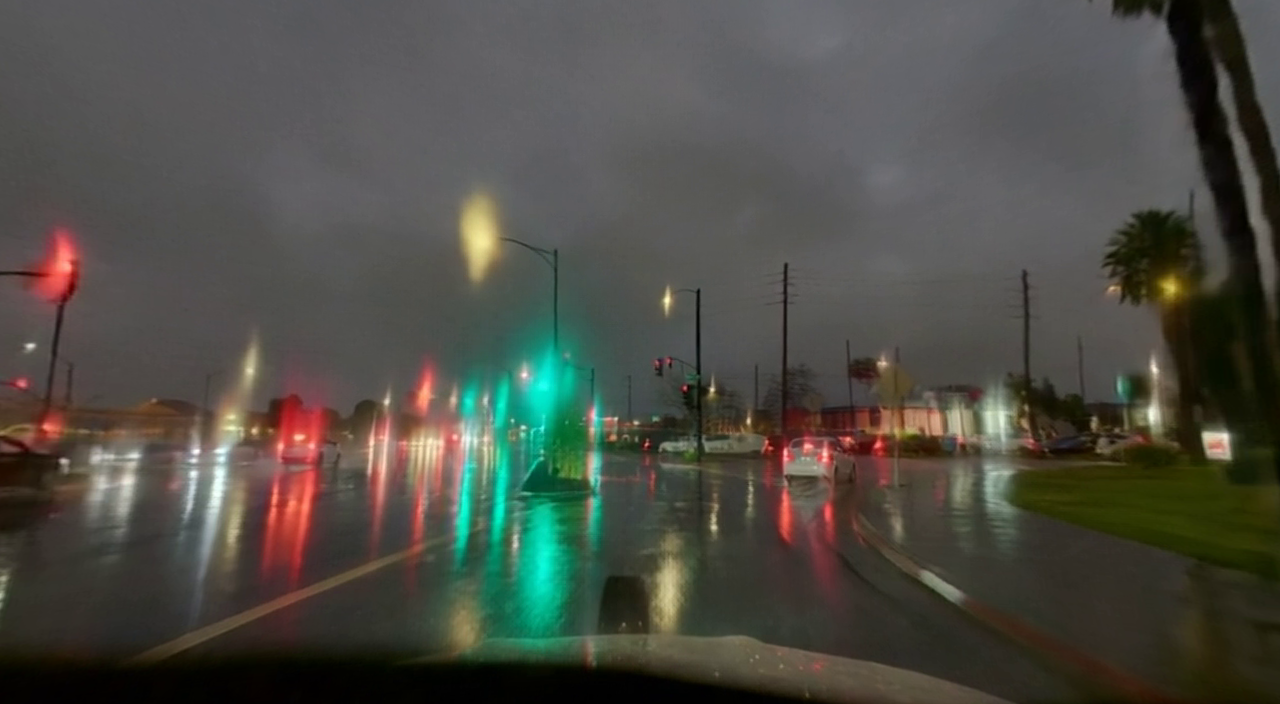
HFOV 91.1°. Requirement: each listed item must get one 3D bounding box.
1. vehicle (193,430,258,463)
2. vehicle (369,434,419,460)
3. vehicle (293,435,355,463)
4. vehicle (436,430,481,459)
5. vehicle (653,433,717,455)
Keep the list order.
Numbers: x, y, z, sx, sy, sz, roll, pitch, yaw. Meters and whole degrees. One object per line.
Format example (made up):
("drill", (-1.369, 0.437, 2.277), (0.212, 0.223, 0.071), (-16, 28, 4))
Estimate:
("vehicle", (-23.524, 5.405, 35.788), (2.156, 1.742, 4.264), (4, -9, -22))
("vehicle", (-15.433, 5.986, 39.579), (1.977, 1.584, 3.983), (1, -9, -7))
("vehicle", (-18.236, 5.623, 36.435), (1.900, 1.462, 4.225), (1, -9, -7))
("vehicle", (-11.902, 6.093, 41.395), (2.114, 1.784, 4.450), (1, -9, -7))
("vehicle", (3.467, 7.140, 48.475), (4.648, 1.501, 1.862), (3, -9, -7))
